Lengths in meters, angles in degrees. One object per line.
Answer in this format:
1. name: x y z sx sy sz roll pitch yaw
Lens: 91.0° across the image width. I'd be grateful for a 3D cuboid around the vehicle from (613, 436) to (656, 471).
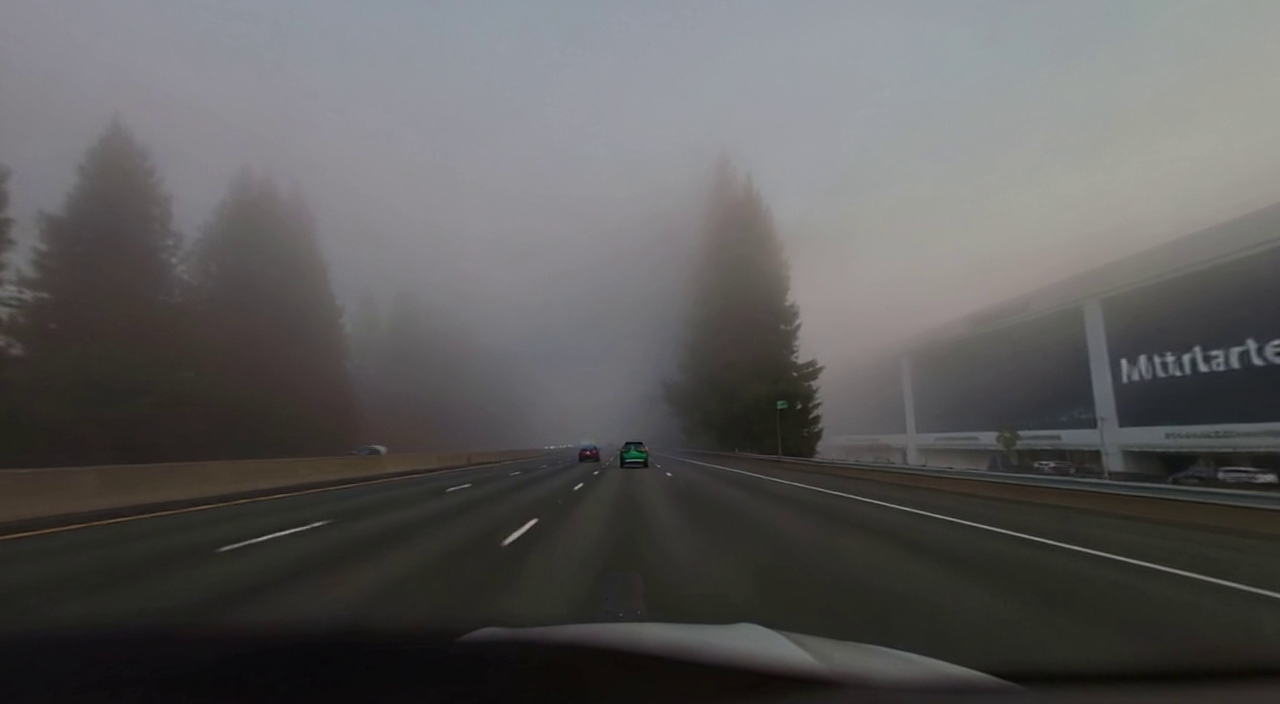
1. vehicle: -0.325 5.756 35.948 2.302 1.810 4.707 0 -8 -1
